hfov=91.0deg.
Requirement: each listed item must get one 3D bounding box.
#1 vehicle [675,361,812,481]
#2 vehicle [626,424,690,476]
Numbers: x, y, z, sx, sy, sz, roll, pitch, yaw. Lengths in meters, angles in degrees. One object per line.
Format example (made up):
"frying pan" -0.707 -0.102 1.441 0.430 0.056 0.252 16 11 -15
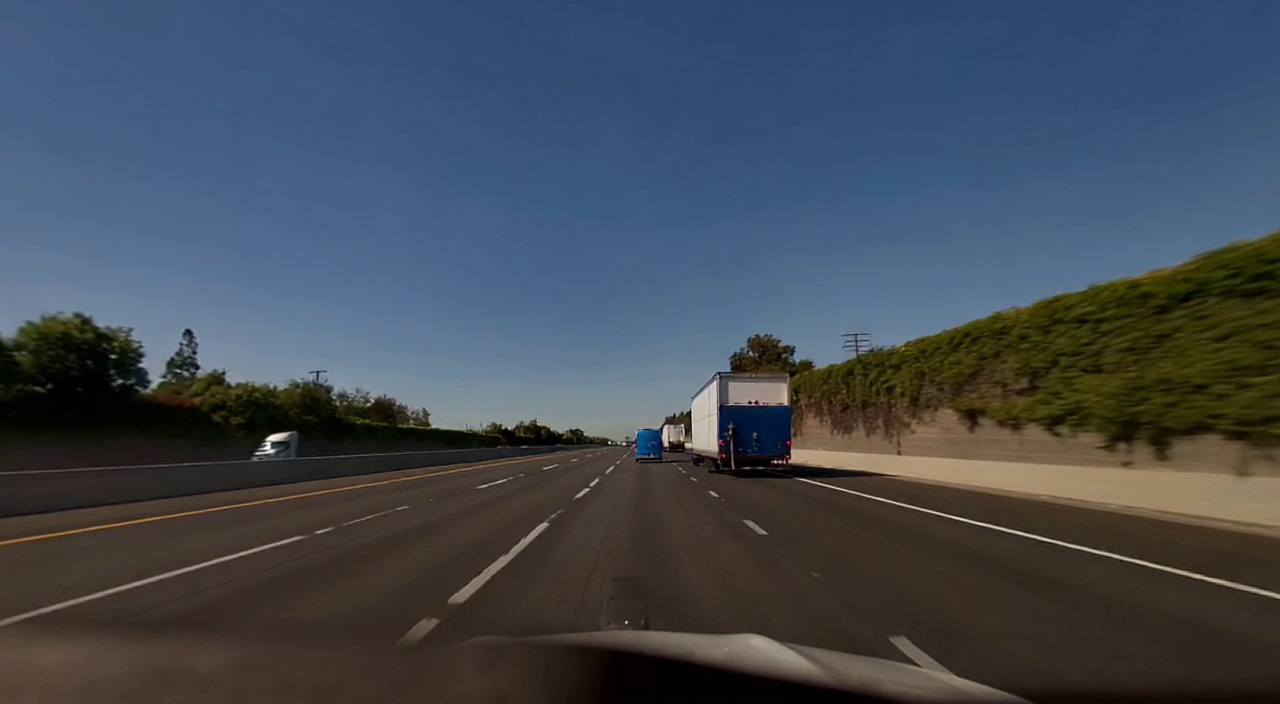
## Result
"vehicle" 4.098 3.622 30.664 3.892 4.216 16.830 0 -8 0
"vehicle" 0.708 4.164 26.906 2.469 2.027 4.554 0 -8 0
